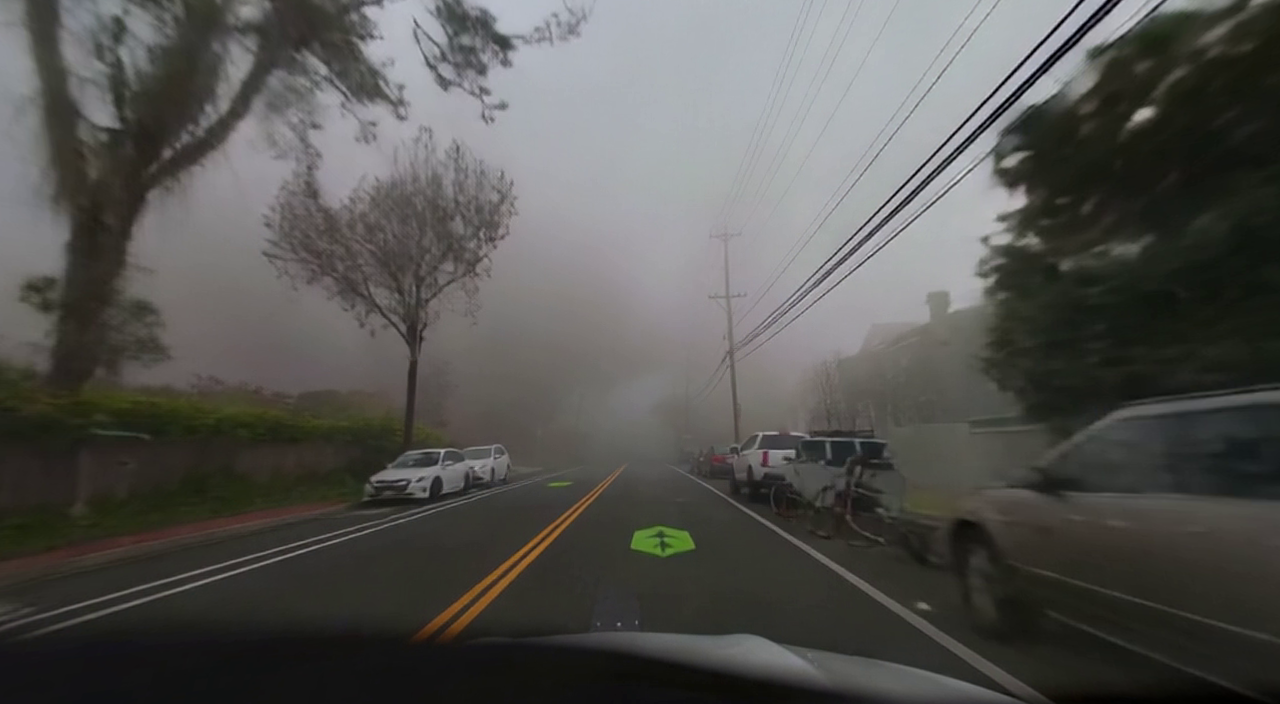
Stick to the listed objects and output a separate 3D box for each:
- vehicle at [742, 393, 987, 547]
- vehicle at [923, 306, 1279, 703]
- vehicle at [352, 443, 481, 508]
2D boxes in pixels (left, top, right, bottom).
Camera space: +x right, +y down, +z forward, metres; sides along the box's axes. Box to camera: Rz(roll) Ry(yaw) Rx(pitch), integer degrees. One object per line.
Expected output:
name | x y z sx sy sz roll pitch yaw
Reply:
vehicle | 3.480 2.007 11.387 2.407 2.069 5.577 0 -8 1
vehicle | 3.392 0.819 2.674 2.142 1.840 4.771 0 -8 0
vehicle | -6.442 3.583 18.909 2.084 1.573 4.599 -2 -7 2
